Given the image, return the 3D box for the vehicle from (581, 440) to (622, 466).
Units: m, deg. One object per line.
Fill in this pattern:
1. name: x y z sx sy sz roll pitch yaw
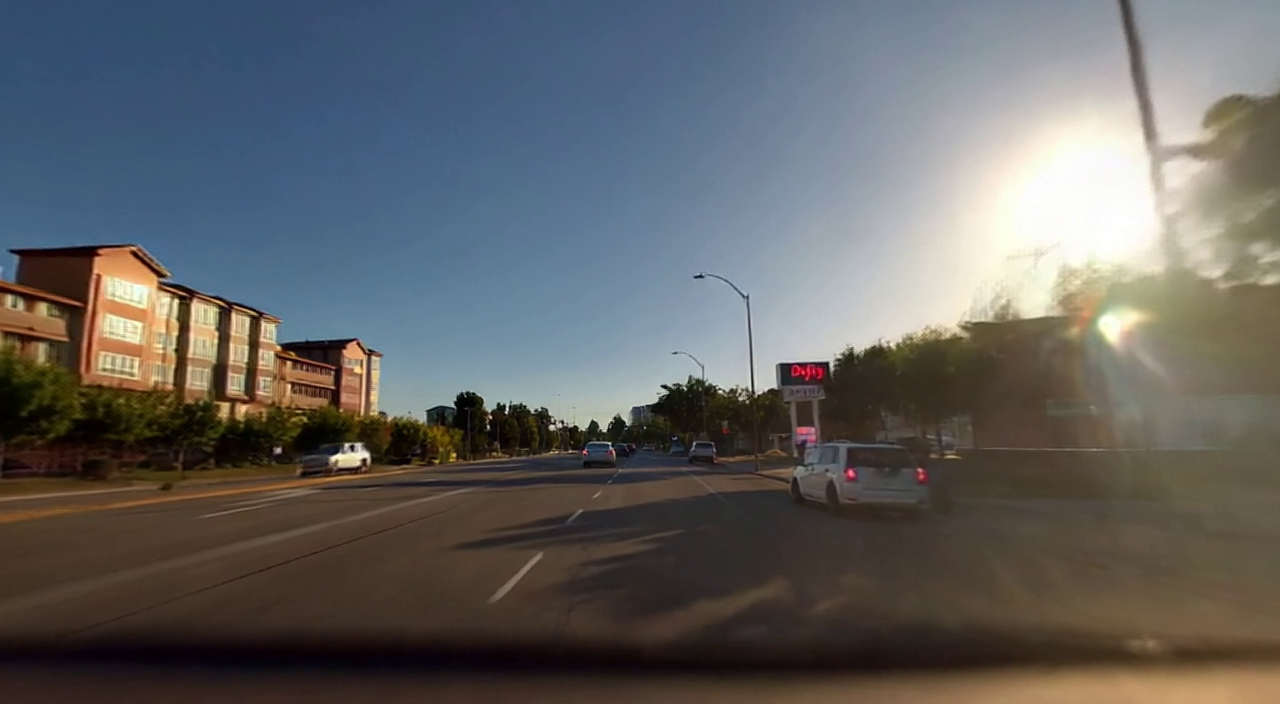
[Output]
1. vehicle: -2.381 6.372 40.006 2.176 1.543 4.335 0 -8 1

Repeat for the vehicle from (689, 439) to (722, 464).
1. vehicle: 4.861 7.438 47.340 2.067 1.755 4.616 0 -8 1

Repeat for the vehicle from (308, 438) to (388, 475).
1. vehicle: -14.512 5.204 31.617 1.973 1.742 4.024 0 -8 1

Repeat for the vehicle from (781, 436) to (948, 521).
1. vehicle: 4.570 2.622 13.678 2.025 1.500 4.465 0 -8 1
